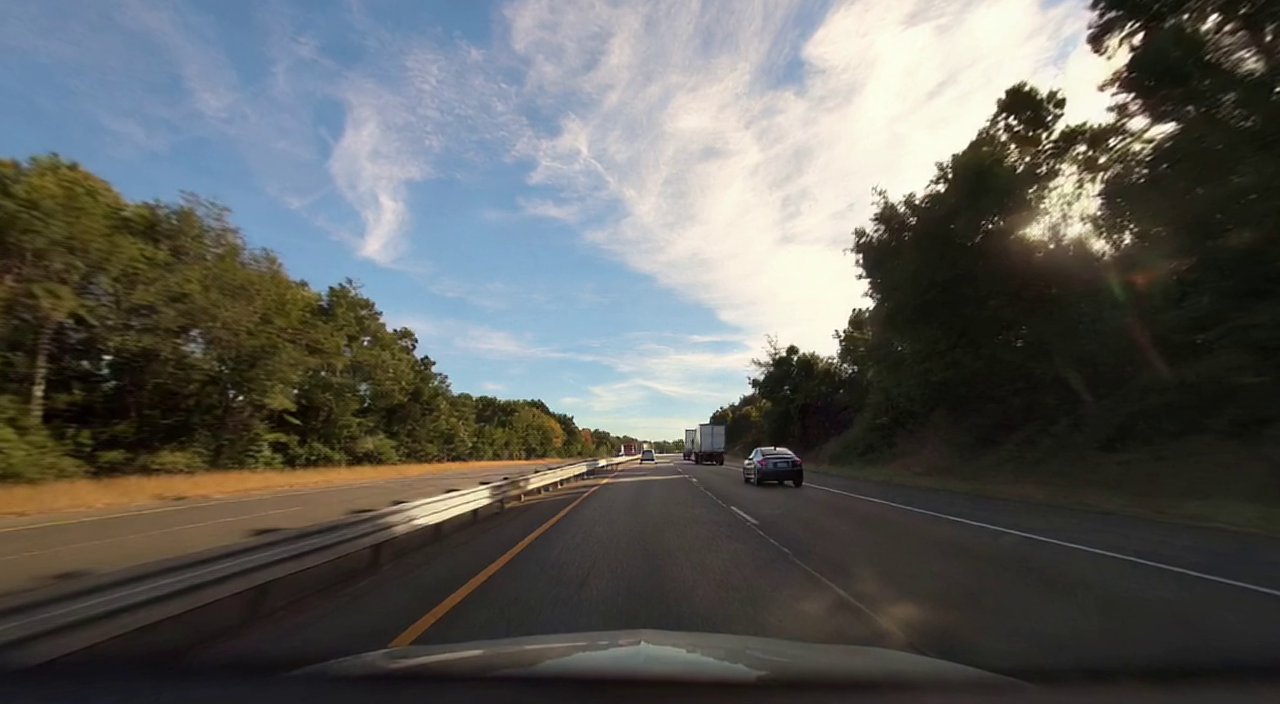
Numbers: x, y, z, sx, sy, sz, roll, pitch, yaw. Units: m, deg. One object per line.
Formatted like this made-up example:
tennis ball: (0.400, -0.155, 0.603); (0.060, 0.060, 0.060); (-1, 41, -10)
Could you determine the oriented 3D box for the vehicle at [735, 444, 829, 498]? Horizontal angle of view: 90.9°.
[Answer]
vehicle: (4.205, 3.587, 19.354); (1.893, 1.442, 4.039); (0, -9, -1)
